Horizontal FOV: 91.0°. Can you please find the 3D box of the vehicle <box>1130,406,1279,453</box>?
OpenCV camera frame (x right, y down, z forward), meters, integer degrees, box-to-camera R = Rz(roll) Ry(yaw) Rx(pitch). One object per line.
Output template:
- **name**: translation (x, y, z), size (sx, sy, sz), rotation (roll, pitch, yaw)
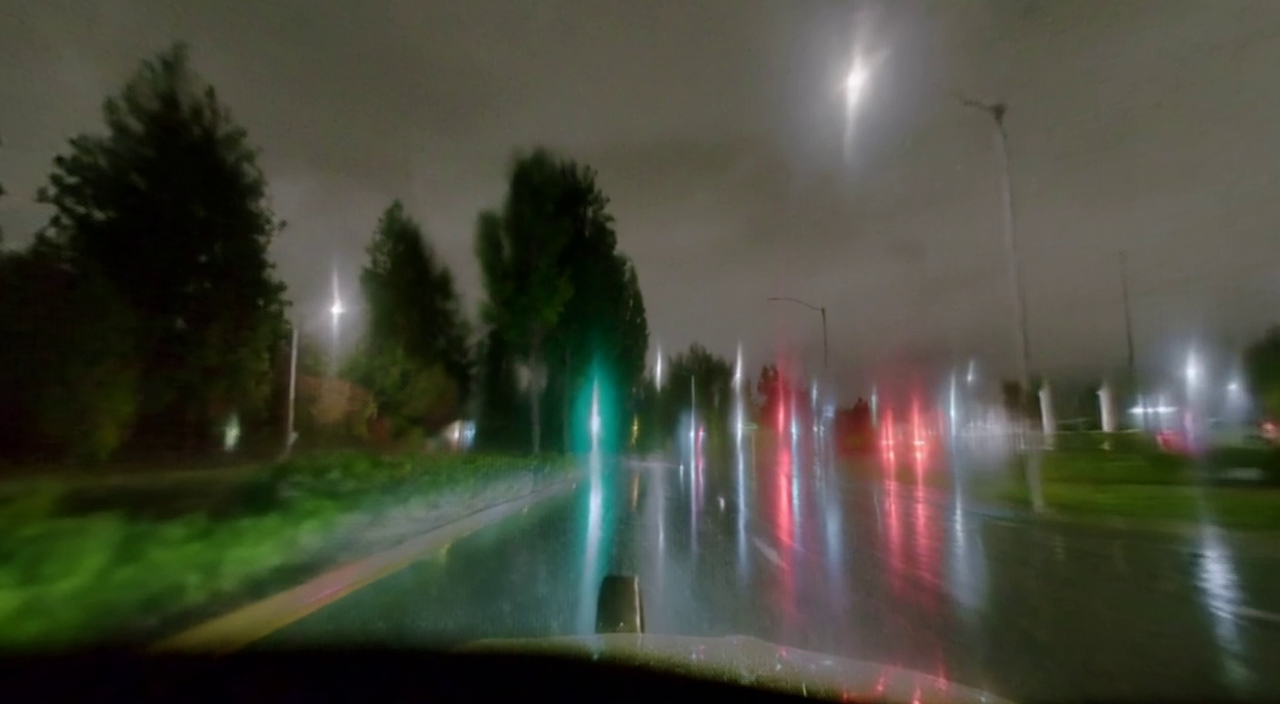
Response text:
- **vehicle**: translation (30.109, 4.102, 32.727), size (2.569, 2.236, 6.684), rotation (7, -11, -38)
